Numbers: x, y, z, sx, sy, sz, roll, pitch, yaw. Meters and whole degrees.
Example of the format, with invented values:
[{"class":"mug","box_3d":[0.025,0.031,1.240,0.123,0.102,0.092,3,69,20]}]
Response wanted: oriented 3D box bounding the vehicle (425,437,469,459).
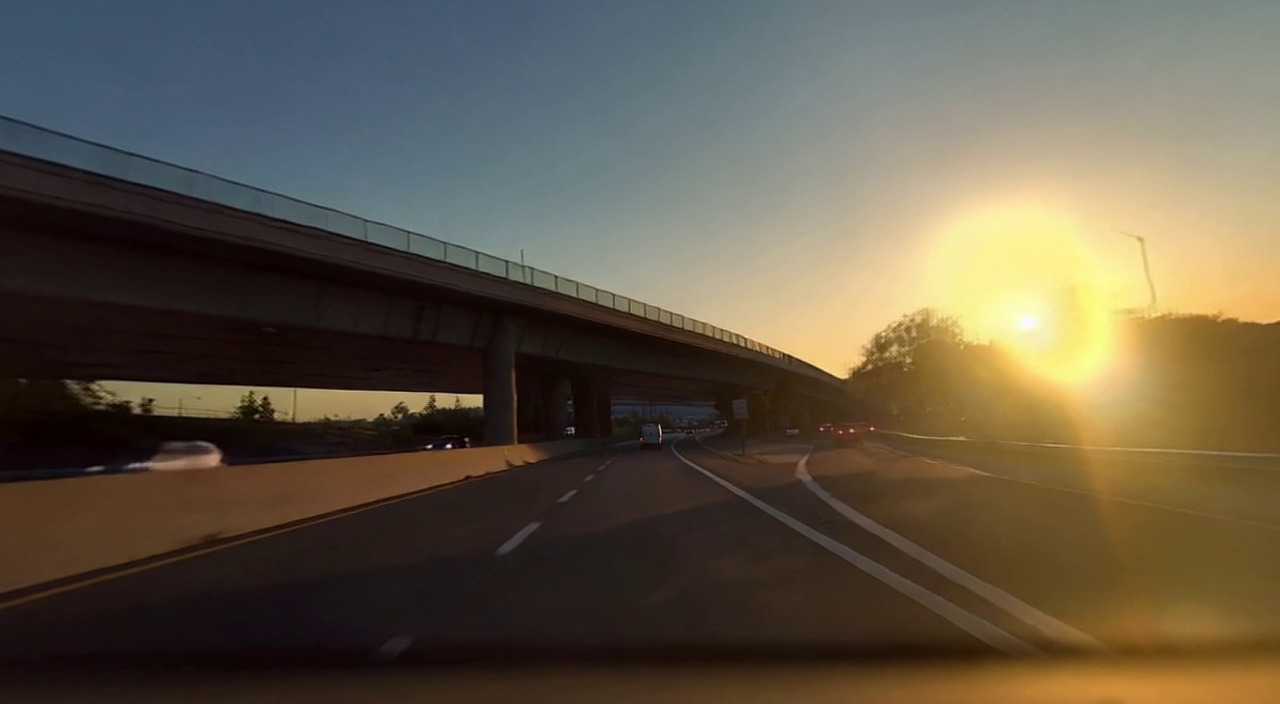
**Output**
[{"class":"vehicle","box_3d":[-13.746,6.828,44.979,1.828,1.495,4.024,0,-8,1]}]
